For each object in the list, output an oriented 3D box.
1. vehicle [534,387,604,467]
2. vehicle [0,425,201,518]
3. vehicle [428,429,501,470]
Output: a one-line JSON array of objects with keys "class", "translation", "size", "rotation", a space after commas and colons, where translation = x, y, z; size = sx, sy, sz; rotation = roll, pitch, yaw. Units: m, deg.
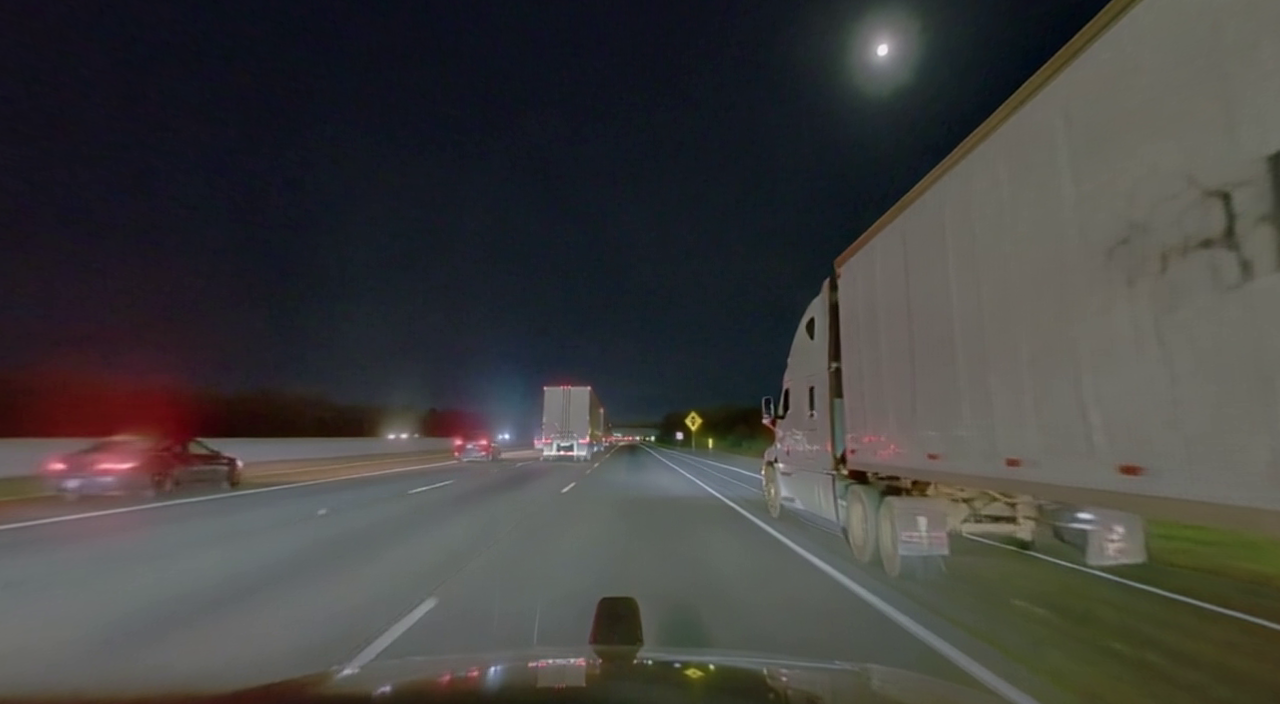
[{"class": "vehicle", "translation": [-3.943, 4.662, 37.953], "size": [3.002, 3.987, 12.477], "rotation": [-1, -8, -1]}, {"class": "vehicle", "translation": [-11.186, 2.201, 12.237], "size": [1.959, 1.460, 4.661], "rotation": [0, -8, -1]}, {"class": "vehicle", "translation": [-7.839, 4.368, 28.552], "size": [2.075, 1.691, 4.431], "rotation": [0, -8, 0]}]
